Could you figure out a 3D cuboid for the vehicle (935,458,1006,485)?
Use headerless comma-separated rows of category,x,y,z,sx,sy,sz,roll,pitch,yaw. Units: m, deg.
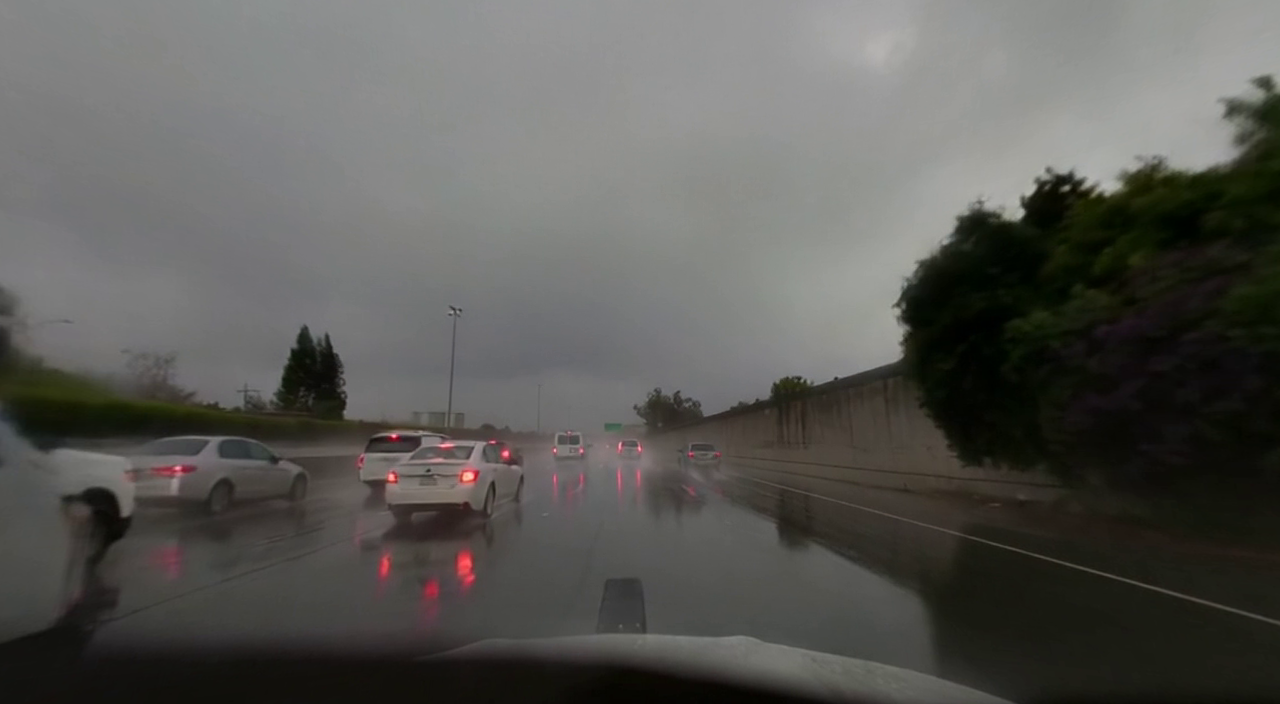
vehicle,20.520,7.412,39.359,1.896,1.474,4.502,0,-9,-2

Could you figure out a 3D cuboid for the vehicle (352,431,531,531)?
vehicle,-3.411,2.292,11.777,1.963,1.507,4.172,0,-9,0

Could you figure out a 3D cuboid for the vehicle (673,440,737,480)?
vehicle,2.641,4.526,26.666,2.127,1.513,4.501,0,-9,-2

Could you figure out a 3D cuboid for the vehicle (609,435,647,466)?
vehicle,-0.752,6.188,39.485,2.207,1.807,4.199,0,-9,-1

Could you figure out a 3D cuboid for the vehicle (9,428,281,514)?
vehicle,-10.484,2.552,14.038,2.014,1.549,4.957,0,-9,0

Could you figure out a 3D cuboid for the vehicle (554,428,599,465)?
vehicle,-4.166,6.328,42.142,2.504,2.276,5.933,0,-9,-1
